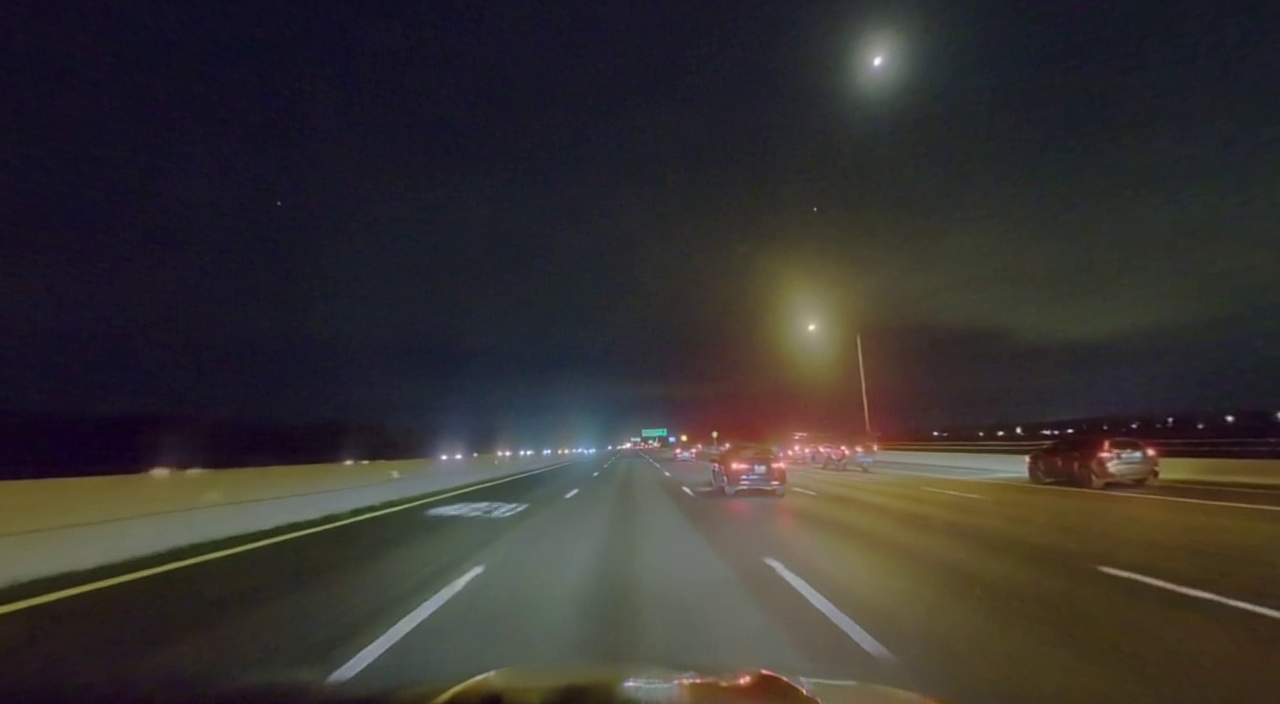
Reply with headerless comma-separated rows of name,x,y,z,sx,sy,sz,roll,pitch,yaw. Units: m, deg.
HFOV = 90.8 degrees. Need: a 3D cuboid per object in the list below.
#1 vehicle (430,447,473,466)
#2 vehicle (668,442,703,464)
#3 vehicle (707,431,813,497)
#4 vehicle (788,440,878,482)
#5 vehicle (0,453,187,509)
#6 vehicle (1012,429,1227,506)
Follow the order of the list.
vehicle,-14.554,8.057,49.016,1.962,1.309,4.240,1,-8,2
vehicle,3.203,7.166,44.892,2.038,1.477,4.313,0,-9,-2
vehicle,3.200,3.108,17.878,1.977,1.601,4.598,0,-9,-1
vehicle,7.155,4.070,23.910,1.952,1.442,4.259,0,-8,-1
vehicle,-14.523,3.405,17.131,1.583,1.220,3.939,0,-8,0
vehicle,11.055,2.667,15.039,1.844,1.560,4.085,0,-8,-1
